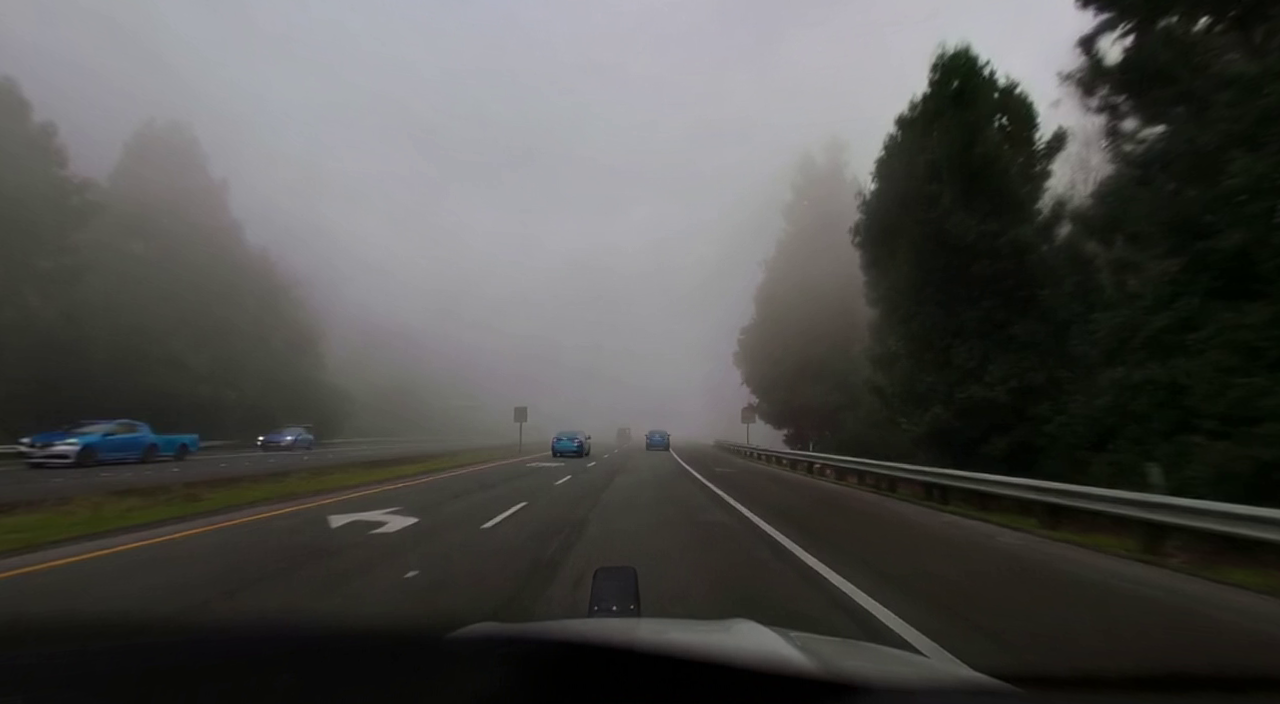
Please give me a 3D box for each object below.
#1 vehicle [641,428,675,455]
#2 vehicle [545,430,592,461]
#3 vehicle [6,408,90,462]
[{"bbox_3d":[1.084,5.668,39.869,2.041,1.618,3.898,0,-8,0],"label":"vehicle"},{"bbox_3d":[-3.590,4.791,32.444,1.950,1.518,3.941,0,-8,0],"label":"vehicle"},{"bbox_3d":[-43.915,6.150,46.825,2.910,3.837,3.156,1,-8,-6],"label":"vehicle"}]
